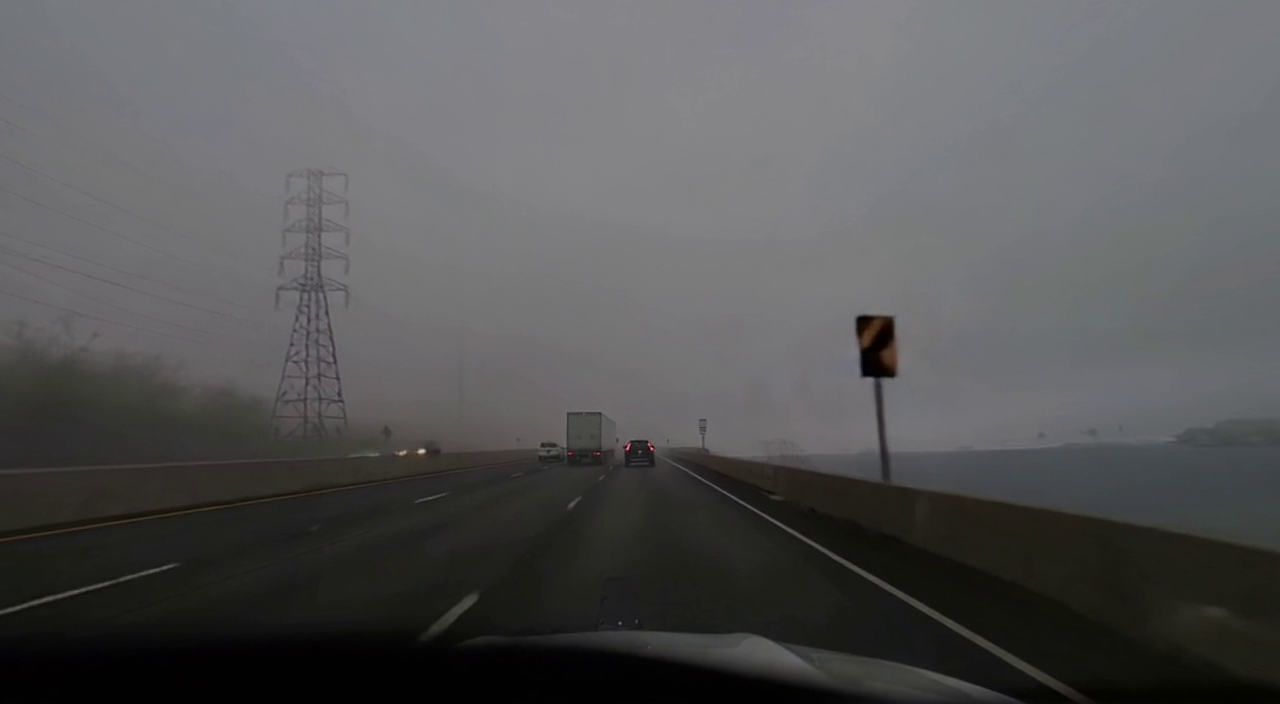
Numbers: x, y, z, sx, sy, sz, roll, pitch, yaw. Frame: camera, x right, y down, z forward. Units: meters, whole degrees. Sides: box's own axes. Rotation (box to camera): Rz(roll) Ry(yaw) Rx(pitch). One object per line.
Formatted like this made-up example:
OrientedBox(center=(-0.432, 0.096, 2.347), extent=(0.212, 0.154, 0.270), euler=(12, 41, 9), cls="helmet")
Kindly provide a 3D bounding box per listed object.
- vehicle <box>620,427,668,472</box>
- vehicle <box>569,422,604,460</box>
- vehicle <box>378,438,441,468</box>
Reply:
OrientedBox(center=(0.214, 5.150, 33.486), extent=(2.358, 2.144, 4.713), euler=(0, -8, 0), cls="vehicle")
OrientedBox(center=(-3.640, 6.139, 43.442), extent=(2.178, 2.522, 2.054), euler=(0, -8, 1), cls="vehicle")
OrientedBox(center=(-14.005, 6.166, 38.683), extent=(2.074, 1.658, 4.900), euler=(0, -8, -1), cls="vehicle")
